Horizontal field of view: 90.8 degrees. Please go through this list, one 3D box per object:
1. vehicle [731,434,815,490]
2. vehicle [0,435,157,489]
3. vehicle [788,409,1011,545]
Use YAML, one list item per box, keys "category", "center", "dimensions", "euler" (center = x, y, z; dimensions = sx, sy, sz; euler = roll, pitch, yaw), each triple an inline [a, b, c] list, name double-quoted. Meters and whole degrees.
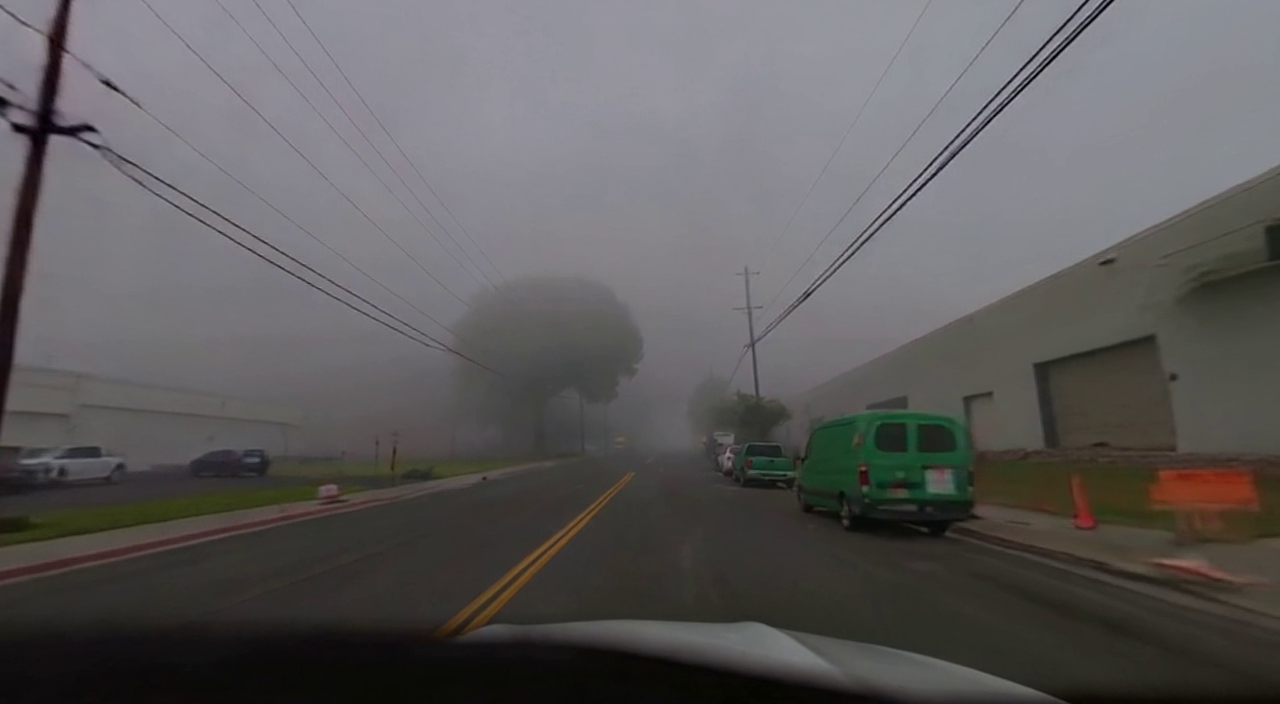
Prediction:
- category: "vehicle"
  center: [4.664, 3.964, 23.077]
  dimensions: [2.009, 1.776, 5.440]
  euler: [0, -9, 1]
- category: "vehicle"
  center: [-20.167, 3.828, 22.251]
  dimensions: [1.917, 1.679, 4.727]
  euler: [-2, -9, 12]
- category: "vehicle"
  center: [4.444, 2.251, 11.965]
  dimensions: [2.010, 1.985, 5.124]
  euler: [0, -9, 0]
